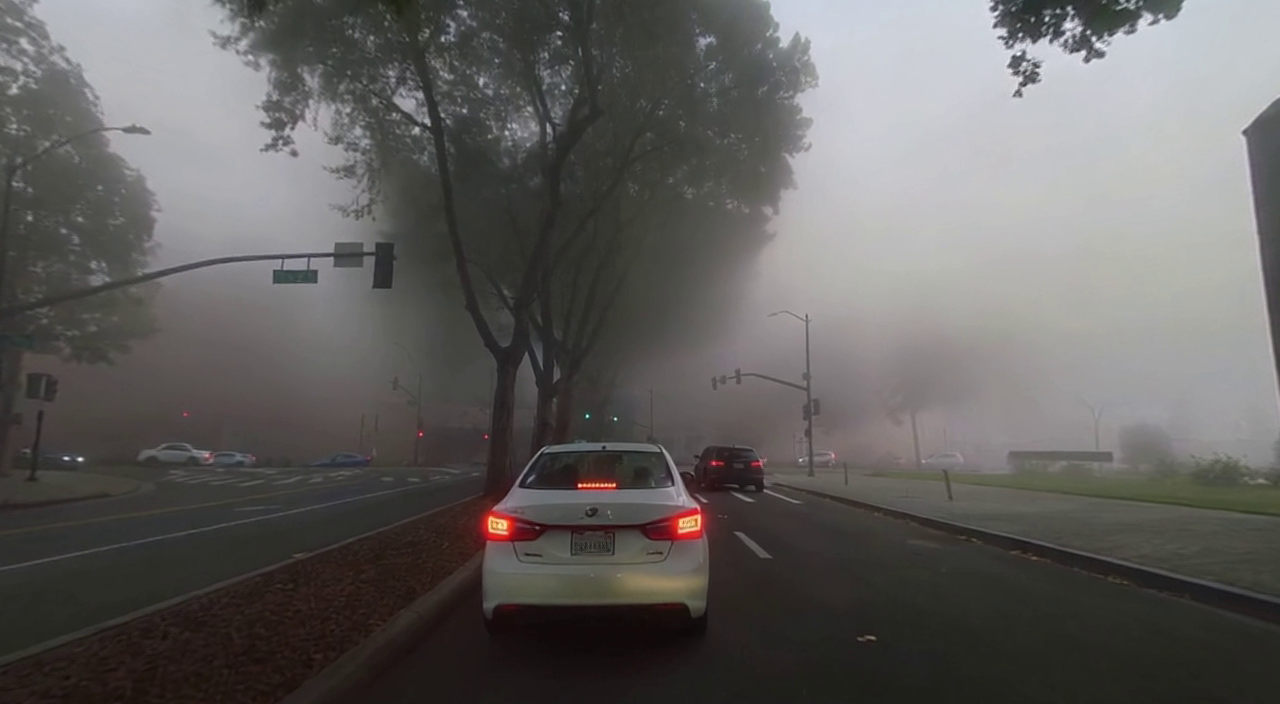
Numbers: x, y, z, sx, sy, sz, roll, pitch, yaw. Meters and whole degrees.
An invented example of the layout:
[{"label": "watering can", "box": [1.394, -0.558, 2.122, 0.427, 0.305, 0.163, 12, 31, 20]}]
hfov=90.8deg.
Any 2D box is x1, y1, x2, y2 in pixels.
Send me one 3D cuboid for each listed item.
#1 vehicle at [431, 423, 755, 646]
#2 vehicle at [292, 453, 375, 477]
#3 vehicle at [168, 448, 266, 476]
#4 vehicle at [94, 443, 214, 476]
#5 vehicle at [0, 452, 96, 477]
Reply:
[{"label": "vehicle", "box": [-0.331, 1.551, 6.449, 2.173, 1.479, 4.264, 0, -9, 0]}, {"label": "vehicle", "box": [-19.959, 7.364, 41.368, 4.548, 1.449, 1.802, 2, -9, -13]}, {"label": "vehicle", "box": [-26.508, 6.891, 39.753, 4.575, 1.718, 2.008, 2, -9, -12]}, {"label": "vehicle", "box": [-27.356, 6.075, 35.770, 4.877, 1.754, 1.978, 2, -9, -12]}, {"label": "vehicle", "box": [-35.676, 6.733, 37.835, 4.199, 1.432, 1.727, 2, -9, -12]}]
